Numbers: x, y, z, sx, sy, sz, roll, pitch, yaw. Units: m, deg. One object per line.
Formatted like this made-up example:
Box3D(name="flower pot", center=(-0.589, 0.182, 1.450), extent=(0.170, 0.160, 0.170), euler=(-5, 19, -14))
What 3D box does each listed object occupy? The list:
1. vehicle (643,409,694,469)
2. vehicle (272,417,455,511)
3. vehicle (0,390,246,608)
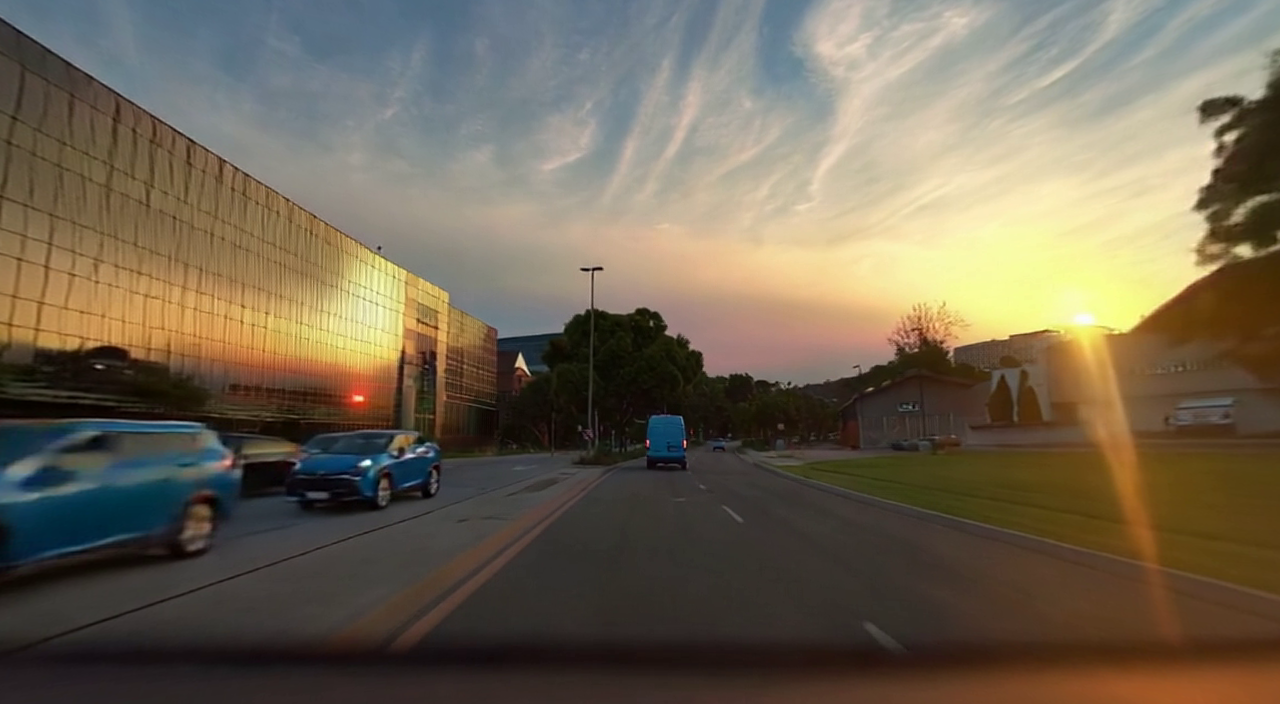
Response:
Box3D(name="vehicle", center=(1.590, 4.526, 32.887), extent=(2.435, 2.816, 5.232), euler=(0, -8, 5))
Box3D(name="vehicle", center=(-5.562, 2.337, 13.397), extent=(1.935, 1.633, 4.247), euler=(-1, -9, 0))
Box3D(name="vehicle", center=(-5.682, 1.260, 5.682), extent=(1.893, 1.587, 3.595), euler=(0, -9, 0))
